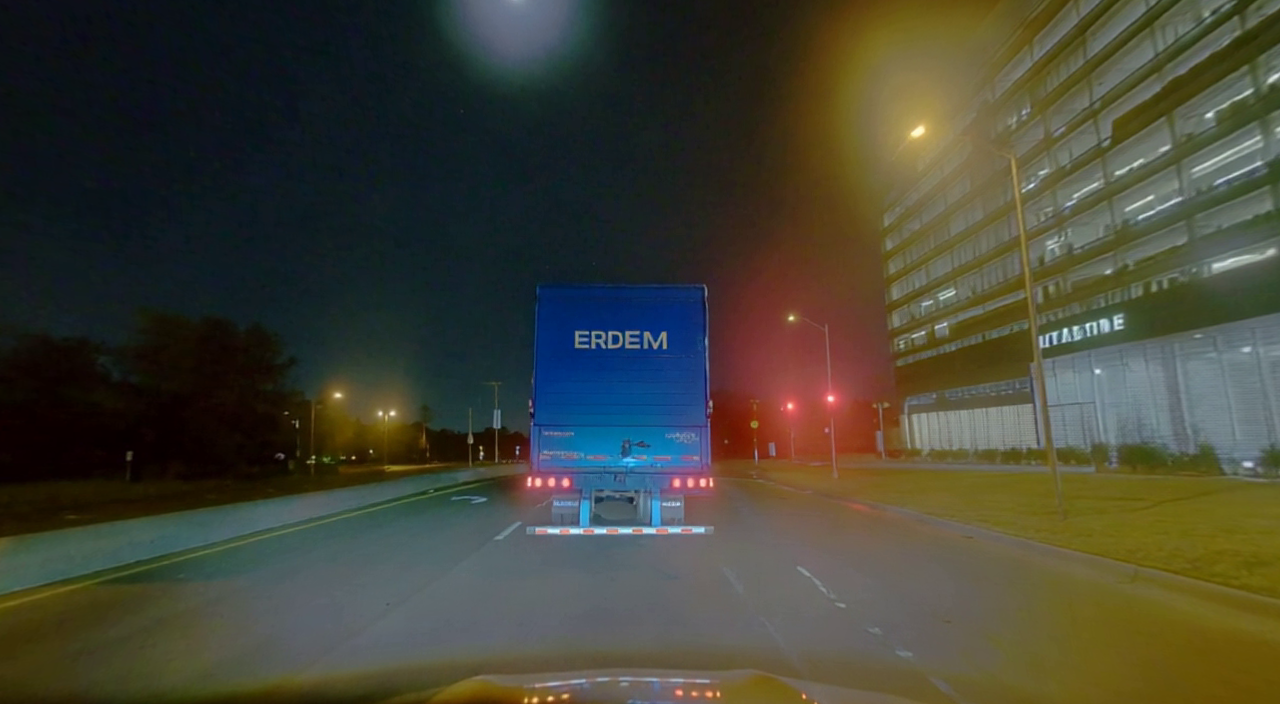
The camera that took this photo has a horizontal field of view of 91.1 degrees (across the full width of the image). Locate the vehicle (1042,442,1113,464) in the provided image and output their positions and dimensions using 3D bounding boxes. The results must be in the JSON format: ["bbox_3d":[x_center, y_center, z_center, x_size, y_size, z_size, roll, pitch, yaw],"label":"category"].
[{"bbox_3d":[31.373,7.215,45.157,1.652,1.423,3.797,5,-9,-35],"label":"vehicle"}]

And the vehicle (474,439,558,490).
[{"bbox_3d":[-3.925,3.607,20.544,1.957,1.462,3.878,0,-8,0],"label":"vehicle"}]

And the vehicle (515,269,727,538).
[{"bbox_3d":[-0.197,1.295,13.407,2.876,3.724,9.351,0,-8,1],"label":"vehicle"}]
